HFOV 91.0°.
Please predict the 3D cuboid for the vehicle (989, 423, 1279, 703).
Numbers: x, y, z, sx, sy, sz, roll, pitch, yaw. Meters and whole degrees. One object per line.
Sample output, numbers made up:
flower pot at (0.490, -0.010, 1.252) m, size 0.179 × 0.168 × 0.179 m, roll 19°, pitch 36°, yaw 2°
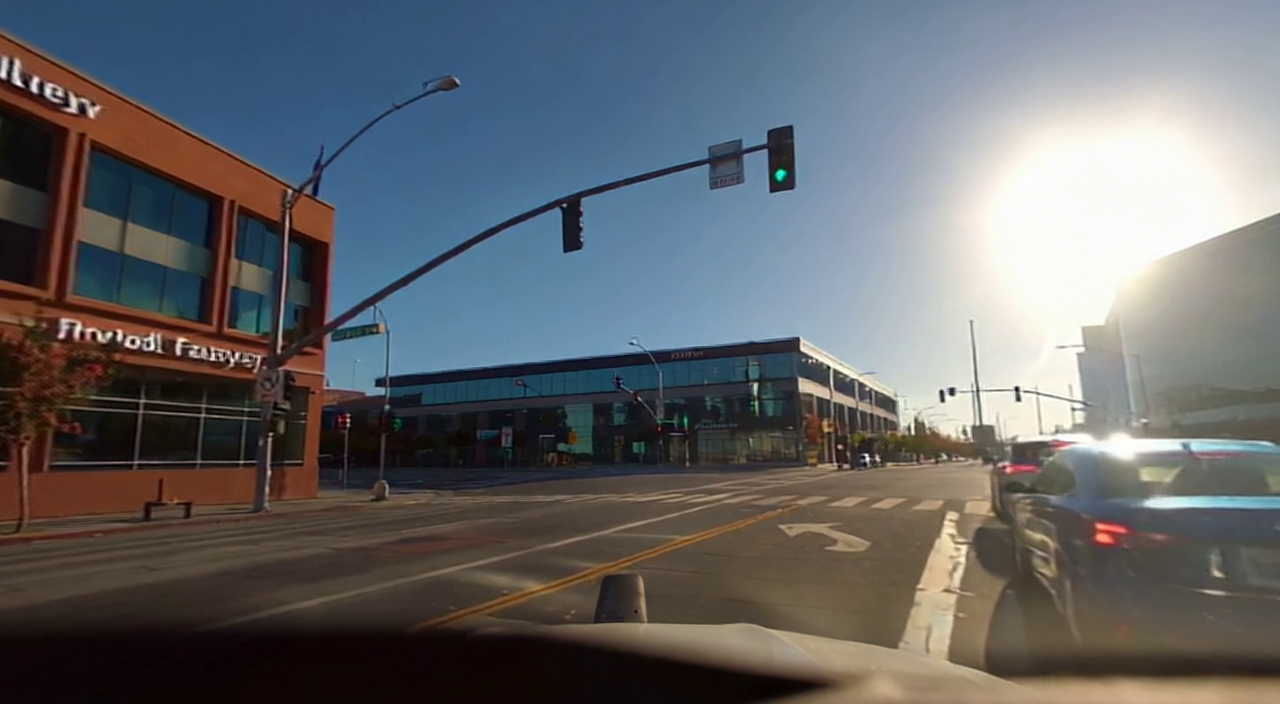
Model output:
vehicle at (3.931, 1.362, 4.863) m, size 1.872 × 1.459 × 4.483 m, roll -4°, pitch -9°, yaw 26°
